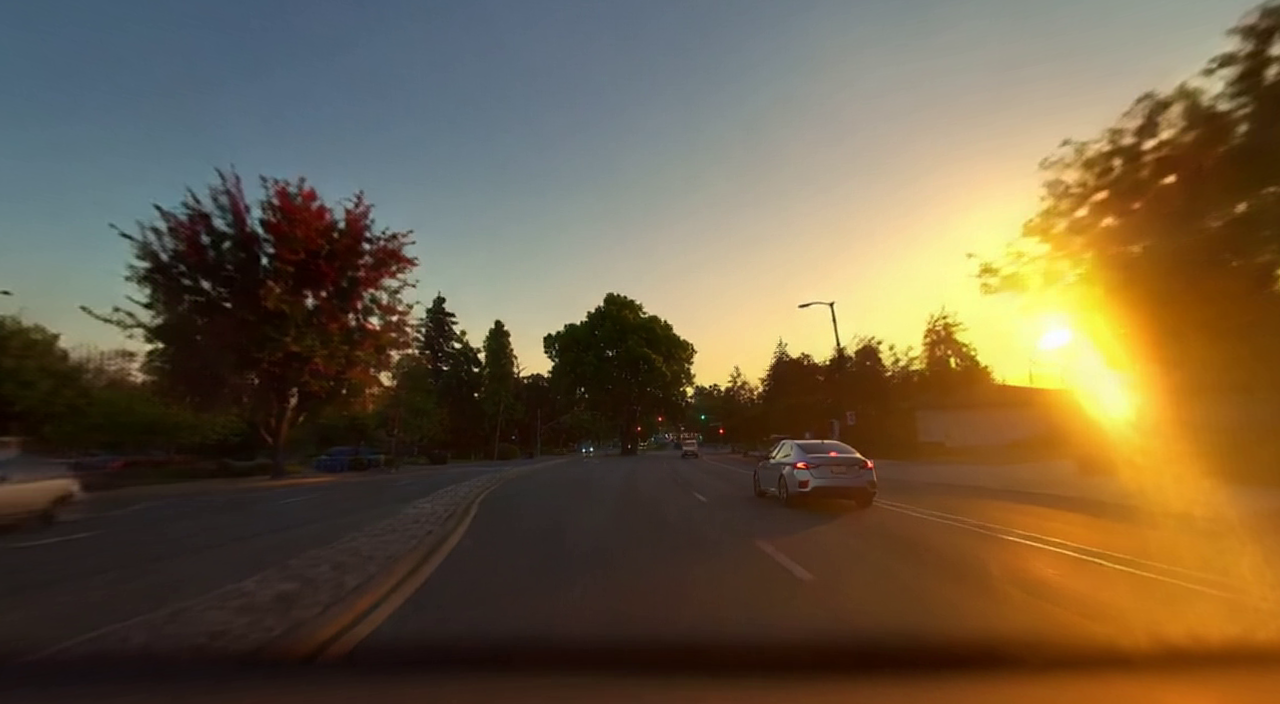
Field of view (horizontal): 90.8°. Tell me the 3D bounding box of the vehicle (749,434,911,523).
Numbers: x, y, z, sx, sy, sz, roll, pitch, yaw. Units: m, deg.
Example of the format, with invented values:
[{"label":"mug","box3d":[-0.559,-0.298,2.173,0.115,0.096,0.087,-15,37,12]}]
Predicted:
[{"label":"vehicle","box3d":[3.510,2.417,12.575,1.852,1.453,4.083,0,-9,-1]}]
